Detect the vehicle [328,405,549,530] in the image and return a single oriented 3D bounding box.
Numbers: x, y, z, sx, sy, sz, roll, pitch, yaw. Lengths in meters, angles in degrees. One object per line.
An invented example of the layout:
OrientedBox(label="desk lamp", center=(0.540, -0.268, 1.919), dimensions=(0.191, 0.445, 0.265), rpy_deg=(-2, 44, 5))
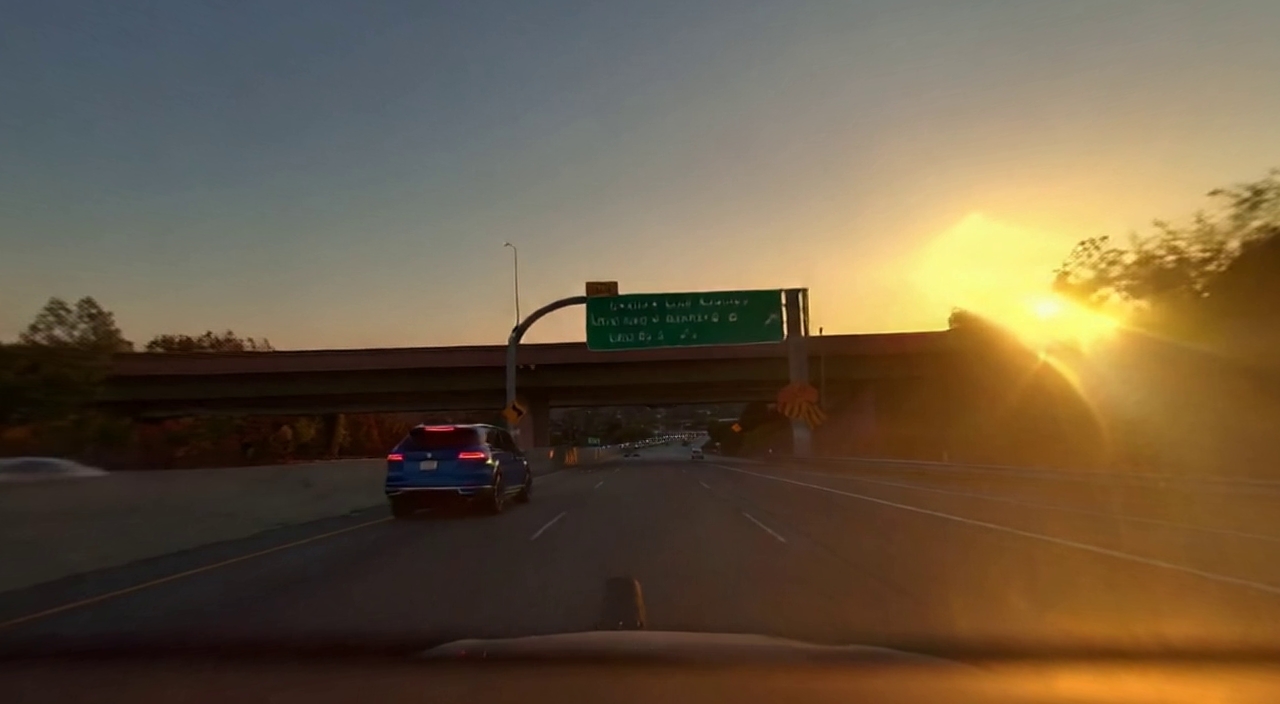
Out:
OrientedBox(label="vehicle", center=(-3.547, 2.226, 12.723), dimensions=(2.431, 1.928, 5.760), rpy_deg=(0, -9, 1))
